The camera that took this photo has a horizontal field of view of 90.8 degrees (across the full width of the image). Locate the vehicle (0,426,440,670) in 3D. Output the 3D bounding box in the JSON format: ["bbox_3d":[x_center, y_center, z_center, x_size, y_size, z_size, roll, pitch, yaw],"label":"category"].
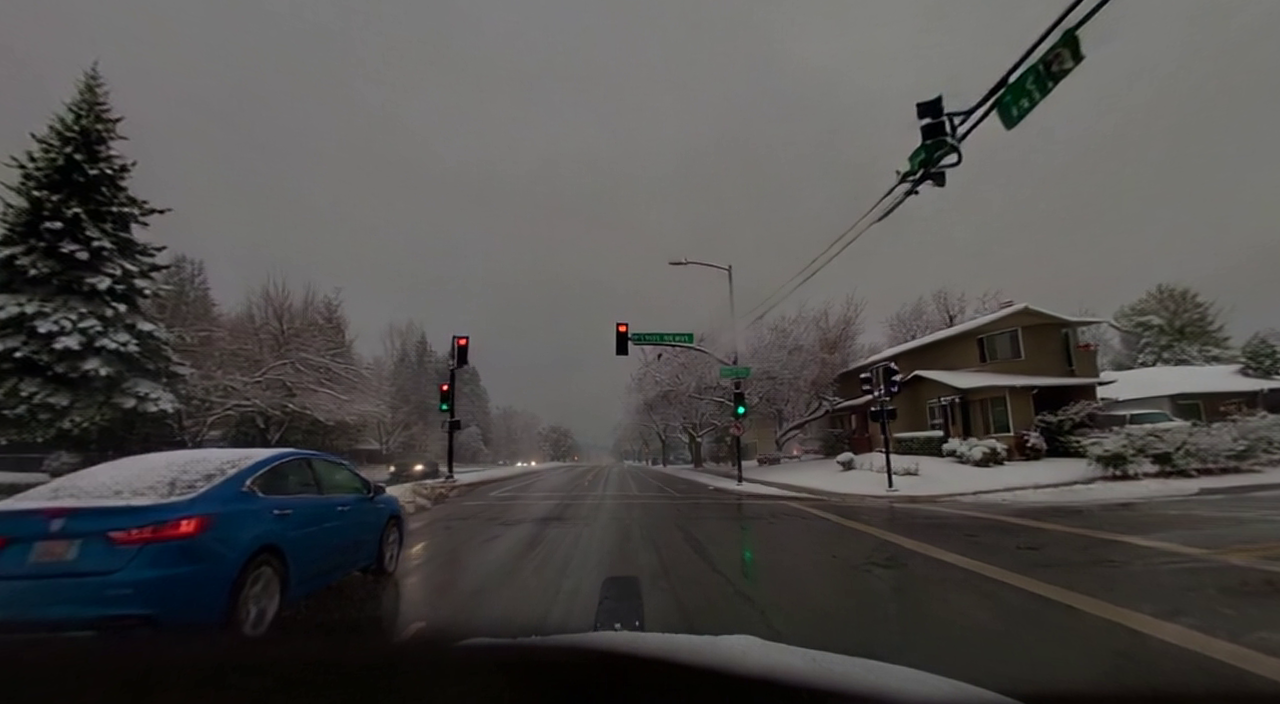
[{"bbox_3d":[-3.724,1.572,6.273,1.980,1.508,4.502,0,-9,0],"label":"vehicle"}]
